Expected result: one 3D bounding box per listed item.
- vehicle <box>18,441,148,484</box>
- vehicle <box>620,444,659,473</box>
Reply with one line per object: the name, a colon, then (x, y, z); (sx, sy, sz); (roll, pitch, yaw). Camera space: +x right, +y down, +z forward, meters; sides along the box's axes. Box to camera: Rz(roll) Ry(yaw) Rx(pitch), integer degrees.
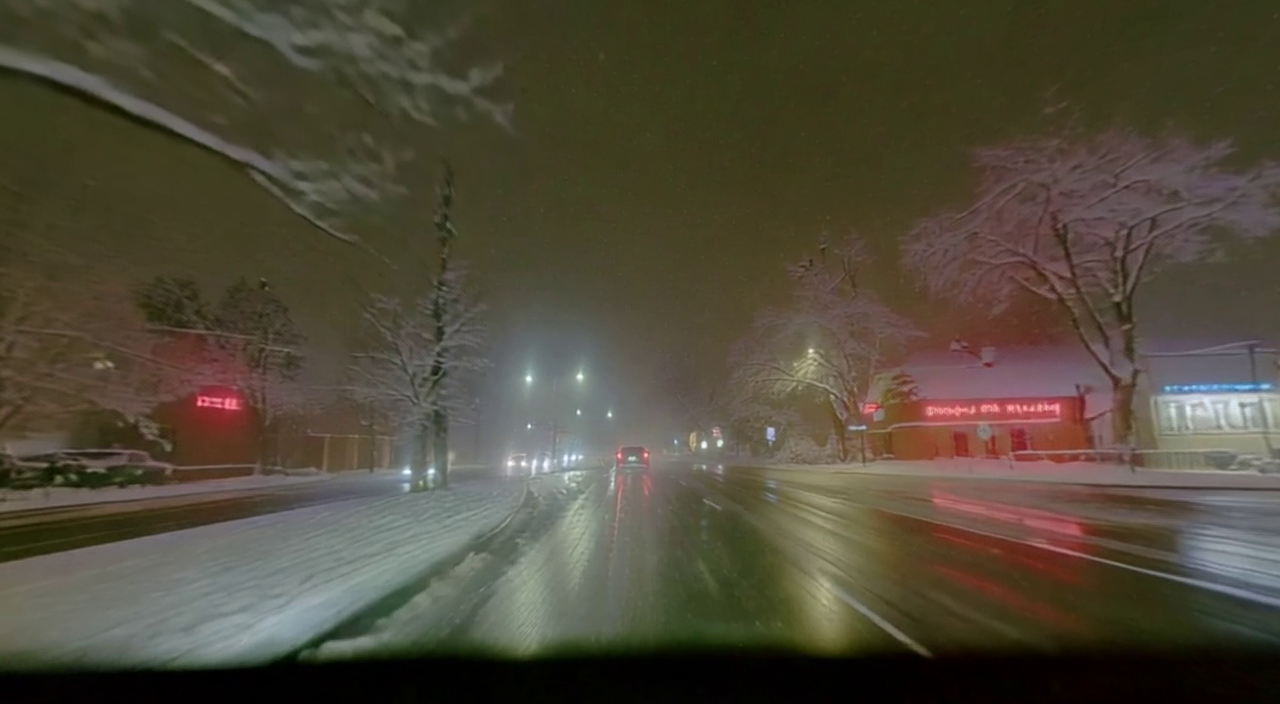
vehicle: (-28.145, 5.571, 32.091); (2.191, 1.947, 5.156); (1, -9, -5)
vehicle: (-0.073, 5.746, 34.062); (1.998, 1.452, 3.773); (0, -9, -2)
